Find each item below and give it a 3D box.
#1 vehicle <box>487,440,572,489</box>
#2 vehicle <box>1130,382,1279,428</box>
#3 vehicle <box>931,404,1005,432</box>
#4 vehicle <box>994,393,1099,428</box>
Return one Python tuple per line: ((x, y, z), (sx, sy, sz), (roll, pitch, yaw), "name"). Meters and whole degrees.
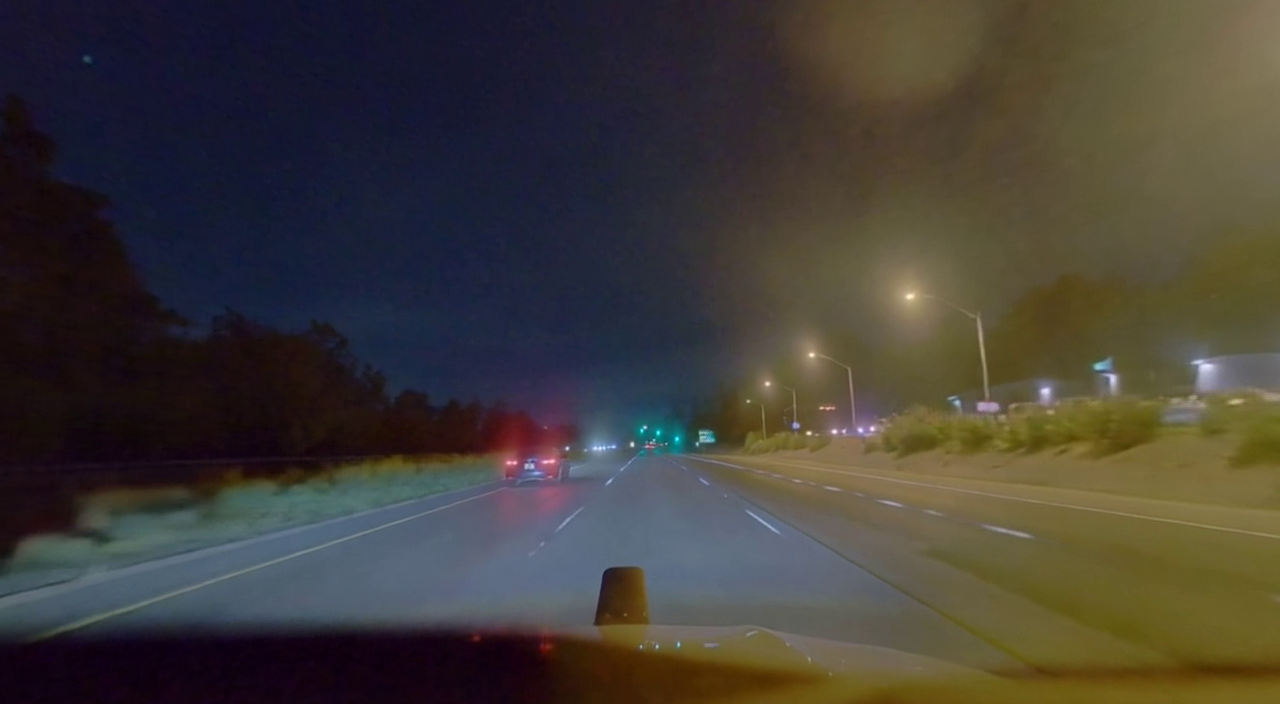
((-3.661, 3.818, 21.811), (2.021, 1.526, 4.385), (0, -8, 2), "vehicle")
((20.511, 1.980, 22.897), (4.100, 1.427, 1.794), (-6, -10, 35), "vehicle")
((22.155, 4.505, 42.684), (4.214, 1.476, 1.936), (-7, -14, 25), "vehicle")
((21.405, 3.159, 33.373), (4.459, 1.642, 1.856), (-5, -10, 30), "vehicle")
